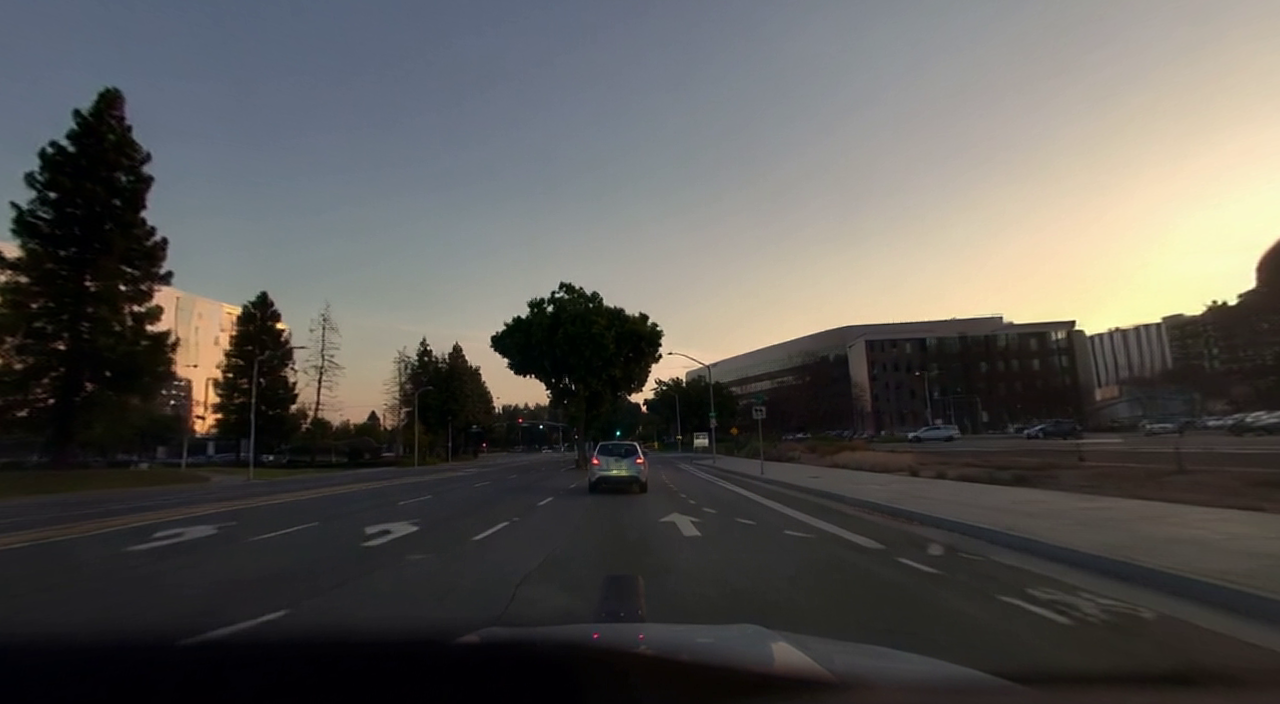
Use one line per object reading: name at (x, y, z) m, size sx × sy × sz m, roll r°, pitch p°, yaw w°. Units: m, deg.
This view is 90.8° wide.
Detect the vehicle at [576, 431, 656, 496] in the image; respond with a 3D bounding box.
vehicle at (-0.649, 3.277, 18.891) m, size 2.130 × 1.711 × 4.038 m, roll 0°, pitch -9°, yaw 0°
